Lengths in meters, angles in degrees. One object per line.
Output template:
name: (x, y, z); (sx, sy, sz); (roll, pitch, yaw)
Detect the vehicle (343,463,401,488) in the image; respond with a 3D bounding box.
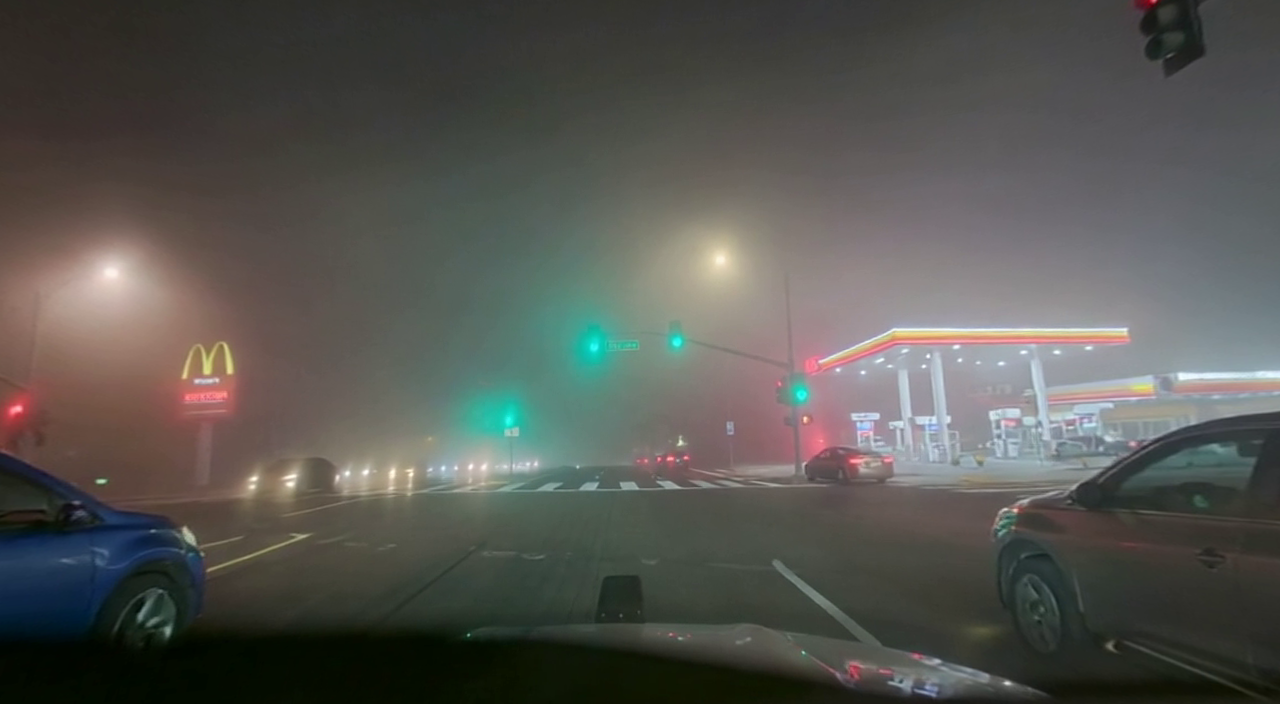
vehicle: (-18.605, 8.590, 44.097); (2.083, 1.466, 4.565); (0, -9, -1)

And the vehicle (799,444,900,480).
vehicle: (10.760, 5.643, 32.701); (2.066, 1.699, 4.419); (7, -11, -41)

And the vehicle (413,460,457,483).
vehicle: (-15.265, 8.884, 47.250); (1.751, 1.484, 4.561); (0, -9, -1)

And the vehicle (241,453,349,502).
vehicle: (-14.992, 5.432, 27.841); (2.087, 1.902, 4.848); (0, -9, -1)

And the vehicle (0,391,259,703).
vehicle: (-3.691, 0.955, 2.472); (1.935, 1.617, 4.045); (0, -9, -2)

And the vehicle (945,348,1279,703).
vehicle: (3.333, 0.829, 2.334); (2.085, 1.655, 4.459); (0, -9, -1)
